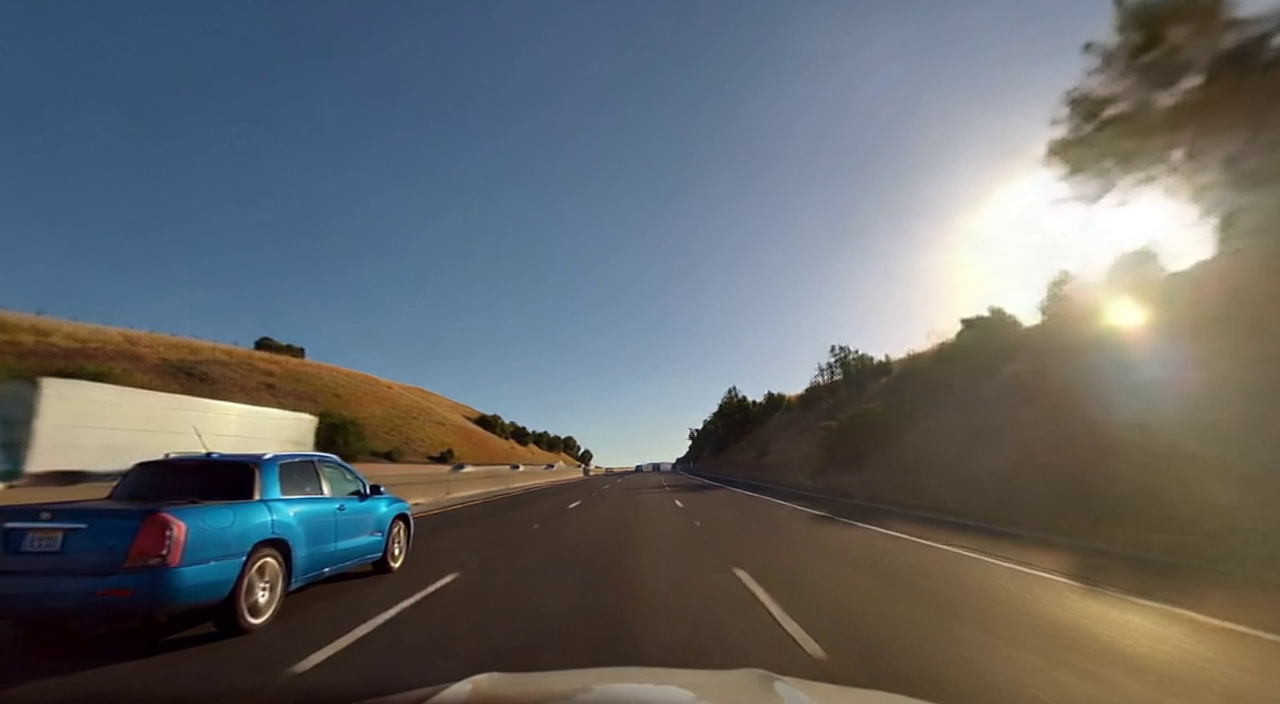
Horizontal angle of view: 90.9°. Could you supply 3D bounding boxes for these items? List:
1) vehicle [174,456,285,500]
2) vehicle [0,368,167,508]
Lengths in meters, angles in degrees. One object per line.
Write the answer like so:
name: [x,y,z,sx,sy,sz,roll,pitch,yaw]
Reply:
vehicle: [-15.480,4.769,24.038,1.690,1.505,3.744,1,-11,-1]
vehicle: [-19.689,2.954,20.903,2.984,3.962,5.856,1,-11,1]
